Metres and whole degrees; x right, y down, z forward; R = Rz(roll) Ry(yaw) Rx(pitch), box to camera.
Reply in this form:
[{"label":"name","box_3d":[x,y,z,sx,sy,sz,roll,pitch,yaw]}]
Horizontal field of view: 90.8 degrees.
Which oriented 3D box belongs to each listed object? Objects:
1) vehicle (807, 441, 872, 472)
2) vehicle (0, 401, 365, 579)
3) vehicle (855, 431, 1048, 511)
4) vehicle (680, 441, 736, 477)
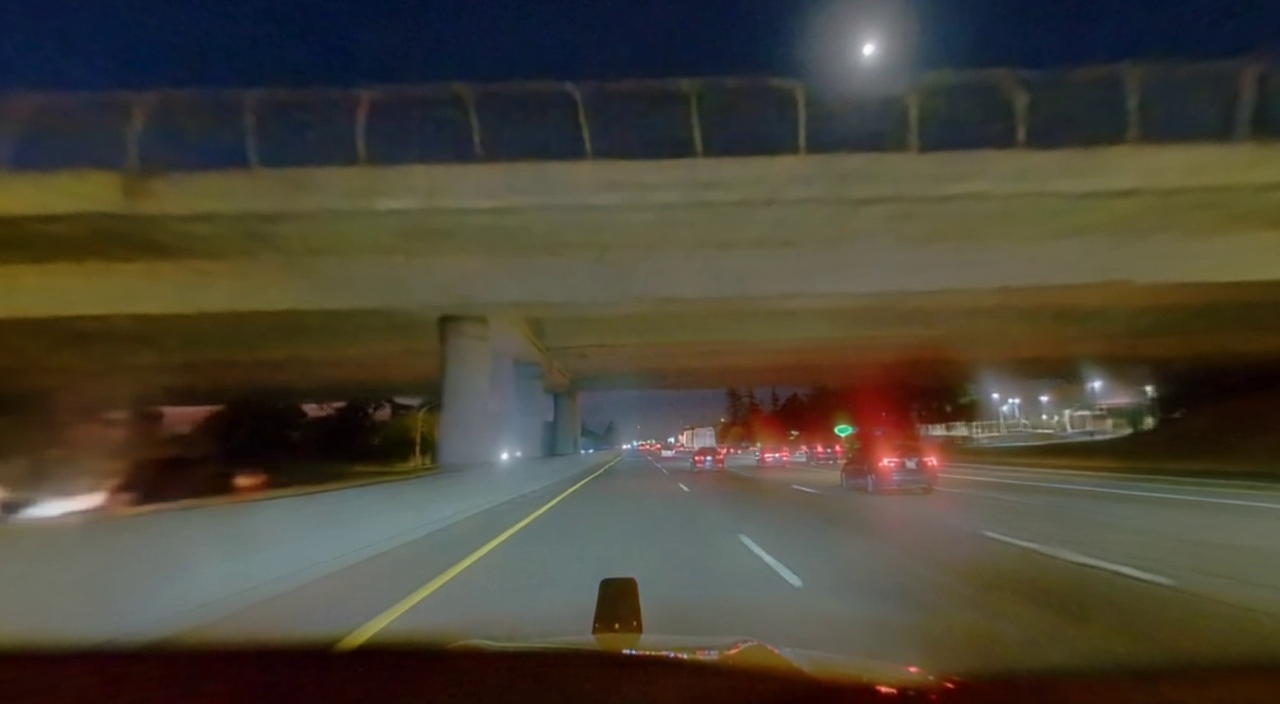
[{"label":"vehicle","box_3d":[10.006,5.255,31.955,1.838,1.440,4.121,0,-8,-1]},{"label":"vehicle","box_3d":[-6.469,1.847,9.402,2.218,1.829,5.584,0,-8,0]},{"label":"vehicle","box_3d":[6.649,2.581,14.210,1.952,1.489,4.483,0,-8,-1]},{"label":"vehicle","box_3d":[3.057,4.937,29.354,1.993,1.507,4.594,0,-8,-2]}]
